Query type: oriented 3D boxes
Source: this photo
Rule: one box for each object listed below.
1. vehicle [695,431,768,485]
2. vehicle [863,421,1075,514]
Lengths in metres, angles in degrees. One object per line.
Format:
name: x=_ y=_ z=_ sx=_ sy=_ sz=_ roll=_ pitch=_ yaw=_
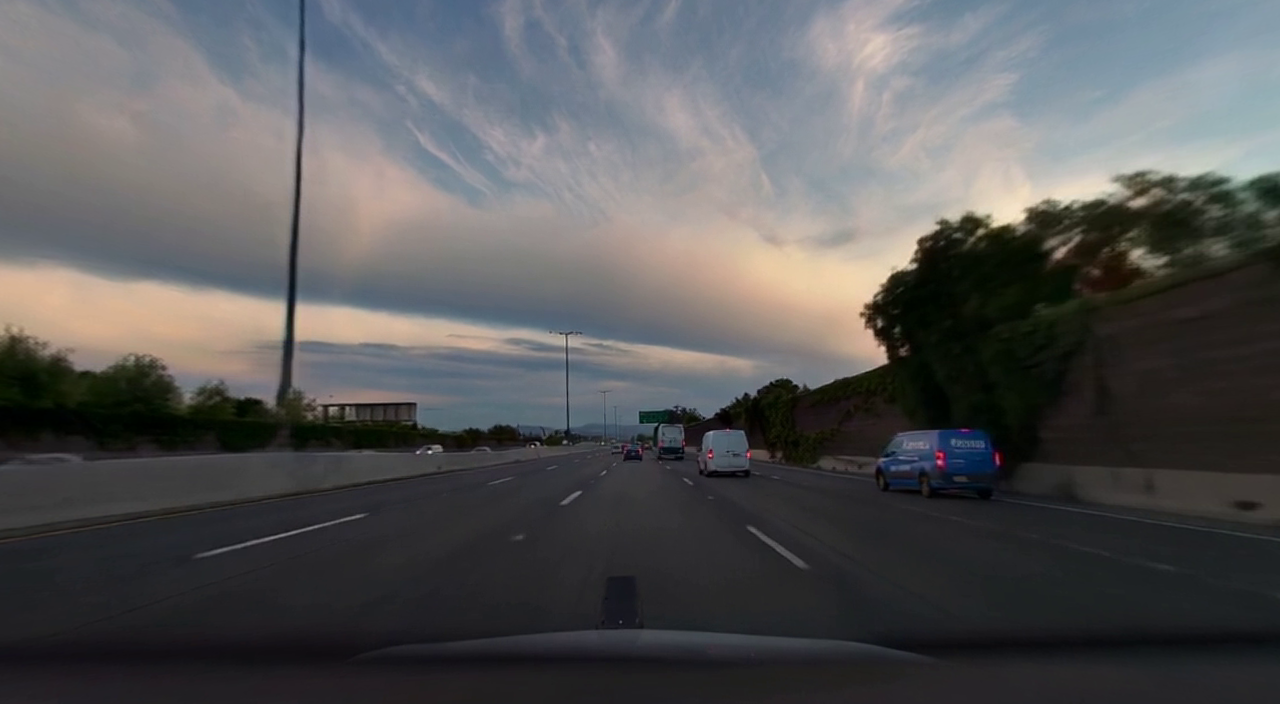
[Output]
vehicle: x=3.494 y=4.166 z=25.132 sx=2.035 sy=1.931 sz=4.841 roll=0 pitch=-9 yaw=-2
vehicle: x=7.406 y=2.658 z=15.032 sx=2.266 sy=1.799 sz=4.947 roll=0 pitch=-9 yaw=-1
